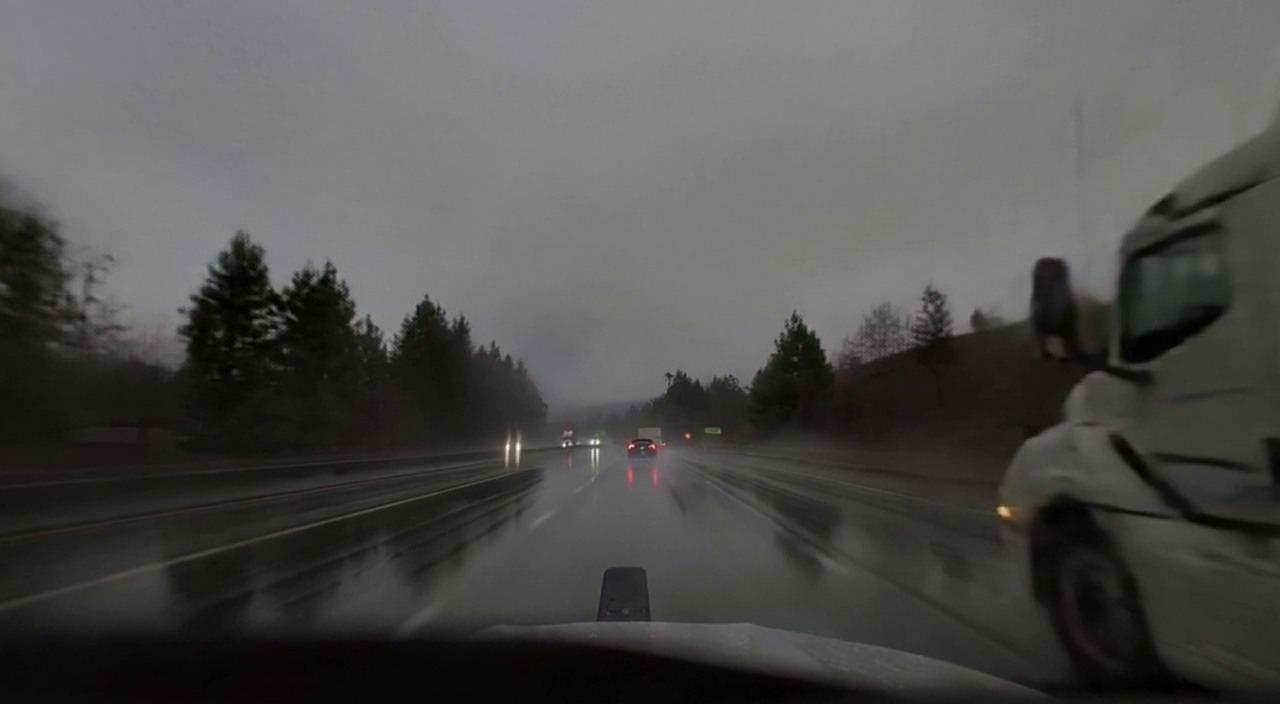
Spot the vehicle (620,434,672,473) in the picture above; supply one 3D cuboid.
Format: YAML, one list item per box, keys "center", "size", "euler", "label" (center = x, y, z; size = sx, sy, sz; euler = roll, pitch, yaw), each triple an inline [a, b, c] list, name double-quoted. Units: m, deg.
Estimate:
- center: [0.323, 4.522, 28.197]
  size: [2.139, 1.607, 4.034]
  euler: [0, -8, 2]
  label: "vehicle"

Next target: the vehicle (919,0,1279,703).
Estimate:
- center: [3.804, -0.458, 1.629]
  size: [3.090, 4.102, 6.417]
  euler: [0, -8, 0]
  label: "vehicle"
